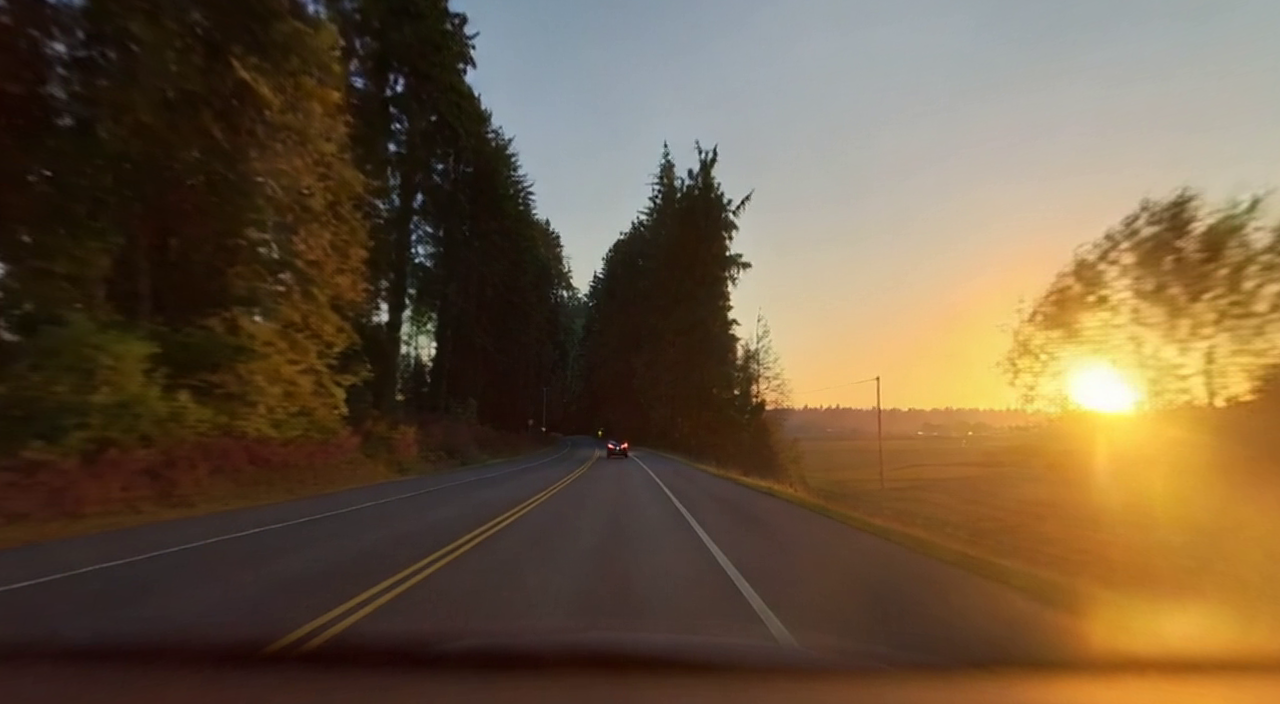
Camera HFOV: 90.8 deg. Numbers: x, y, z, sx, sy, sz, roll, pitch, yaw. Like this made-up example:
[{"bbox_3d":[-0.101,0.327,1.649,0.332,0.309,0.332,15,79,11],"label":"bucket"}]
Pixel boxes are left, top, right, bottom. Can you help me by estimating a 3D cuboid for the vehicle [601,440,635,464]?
[{"bbox_3d":[-1.396,6.370,40.378,2.042,1.489,3.963,0,-8,-2],"label":"vehicle"}]
